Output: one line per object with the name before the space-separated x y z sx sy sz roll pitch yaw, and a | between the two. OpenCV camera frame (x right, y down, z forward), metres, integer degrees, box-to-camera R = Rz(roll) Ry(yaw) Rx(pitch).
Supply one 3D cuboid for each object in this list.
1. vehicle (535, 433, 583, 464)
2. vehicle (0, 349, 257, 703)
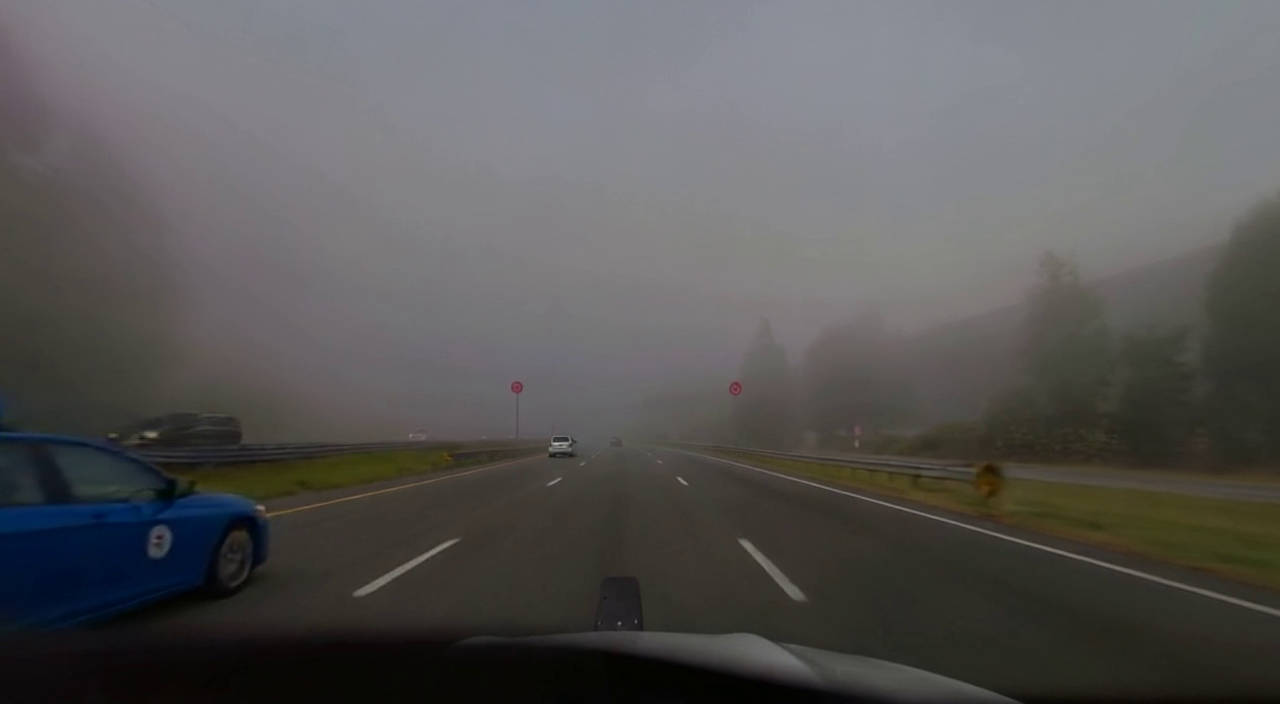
vehicle | -3.899 4.696 30.934 1.874 1.369 3.875 0 -8 -1
vehicle | -3.892 0.724 2.286 2.047 1.612 4.631 0 -8 0
